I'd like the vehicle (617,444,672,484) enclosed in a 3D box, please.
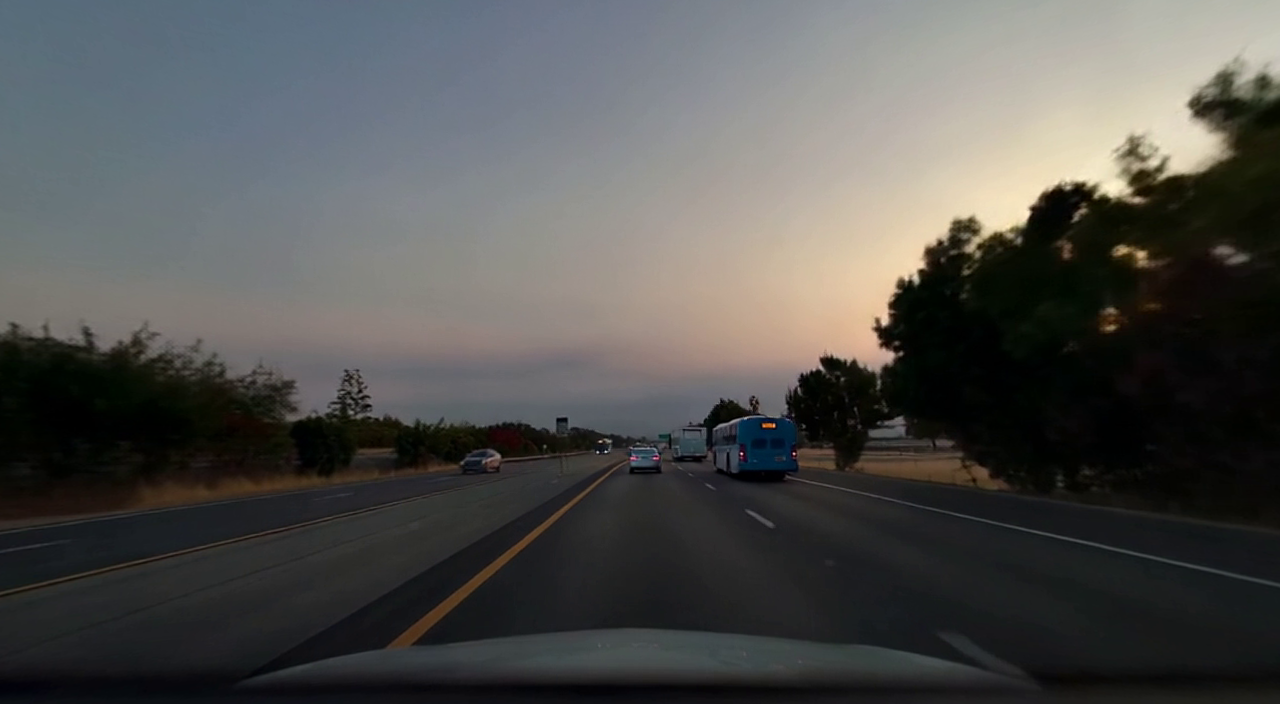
[{"bbox_3d":[0.166,4.407,25.074,2.004,1.449,3.817,0,-9,0],"label":"vehicle"}]

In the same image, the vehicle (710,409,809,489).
[{"bbox_3d":[4.200,3.606,23.459,2.440,2.555,5.957,0,-9,-1],"label":"vehicle"}]

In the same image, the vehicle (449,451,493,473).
[{"bbox_3d":[-12.345,8.062,46.372,2.025,1.546,4.069,0,-9,1],"label":"vehicle"}]

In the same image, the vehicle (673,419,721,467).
[{"bbox_3d":[4.295,7.127,49.090,2.883,3.358,7.942,0,-9,-1],"label":"vehicle"}]
